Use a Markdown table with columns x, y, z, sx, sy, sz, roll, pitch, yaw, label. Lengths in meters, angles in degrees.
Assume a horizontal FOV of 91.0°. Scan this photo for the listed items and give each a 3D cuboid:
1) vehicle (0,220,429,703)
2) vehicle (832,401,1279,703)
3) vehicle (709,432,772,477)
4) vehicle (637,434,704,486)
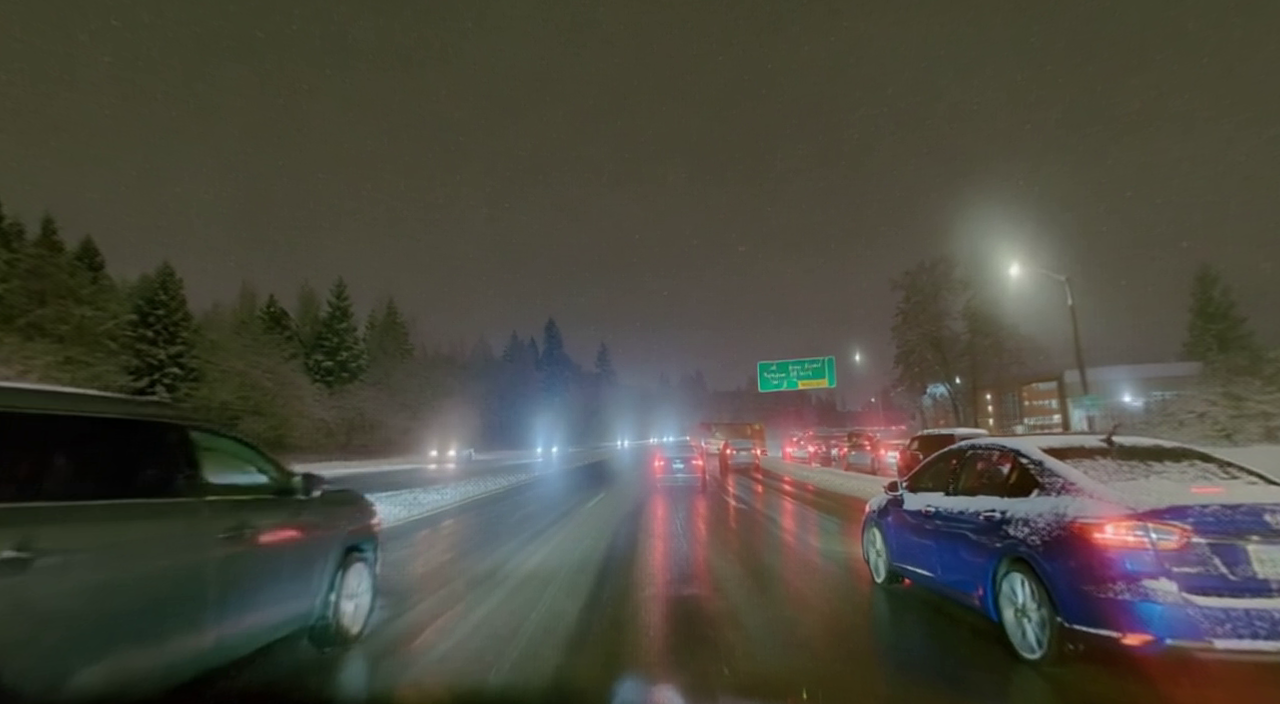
| x | y | z | sx | sy | sz | roll | pitch | yaw | label |
| --- | --- | --- | --- | --- | --- | --- | --- | --- | --- |
| -3.086 | 0.745 | 2.734 | 2.434 | 1.965 | 5.305 | 0 | -9 | 1 | vehicle |
| 3.123 | 1.273 | 4.609 | 2.009 | 1.489 | 4.559 | 0 | -9 | 0 | vehicle |
| 4.109 | 4.280 | 26.399 | 2.076 | 1.684 | 4.241 | 0 | -9 | 2 | vehicle |
| 1.023 | 3.686 | 21.667 | 2.074 | 1.614 | 3.803 | 0 | -9 | 2 | vehicle |
